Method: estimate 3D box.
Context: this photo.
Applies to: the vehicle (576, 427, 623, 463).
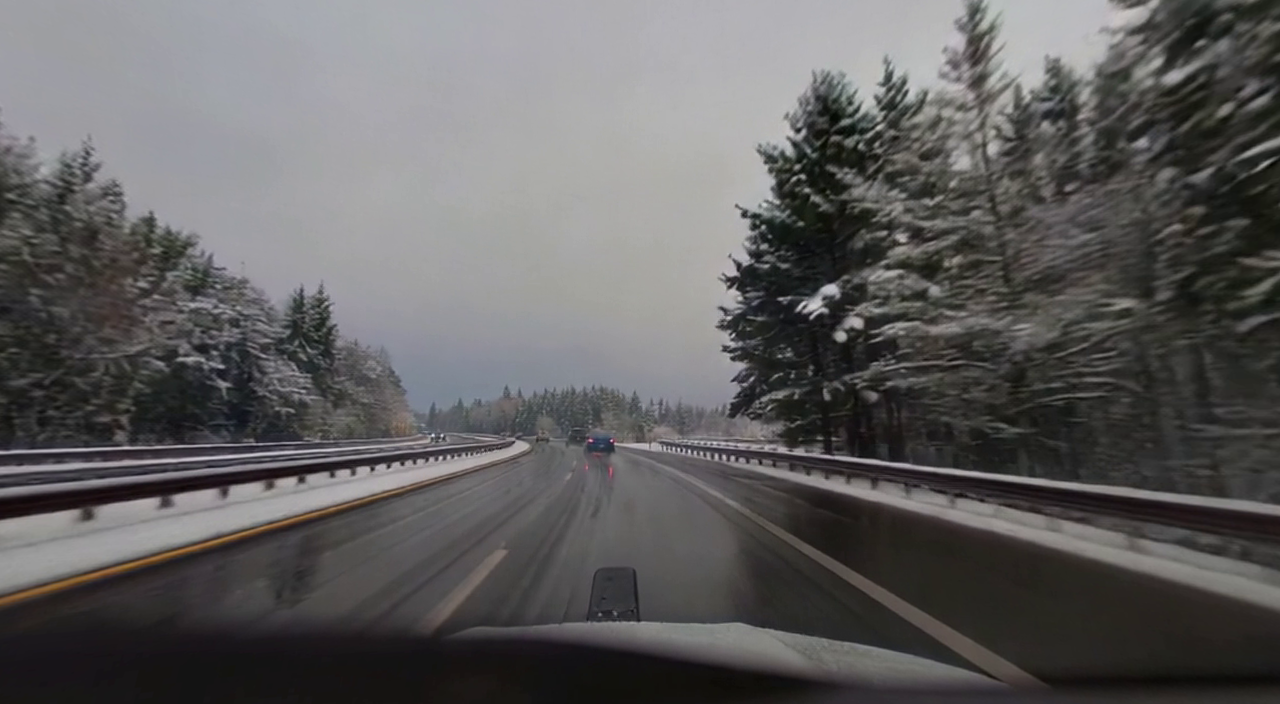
[{"bbox_3d":[-2.325,5.210,35.507,2.452,1.857,4.022,0,-8,-5],"label":"vehicle"}]
